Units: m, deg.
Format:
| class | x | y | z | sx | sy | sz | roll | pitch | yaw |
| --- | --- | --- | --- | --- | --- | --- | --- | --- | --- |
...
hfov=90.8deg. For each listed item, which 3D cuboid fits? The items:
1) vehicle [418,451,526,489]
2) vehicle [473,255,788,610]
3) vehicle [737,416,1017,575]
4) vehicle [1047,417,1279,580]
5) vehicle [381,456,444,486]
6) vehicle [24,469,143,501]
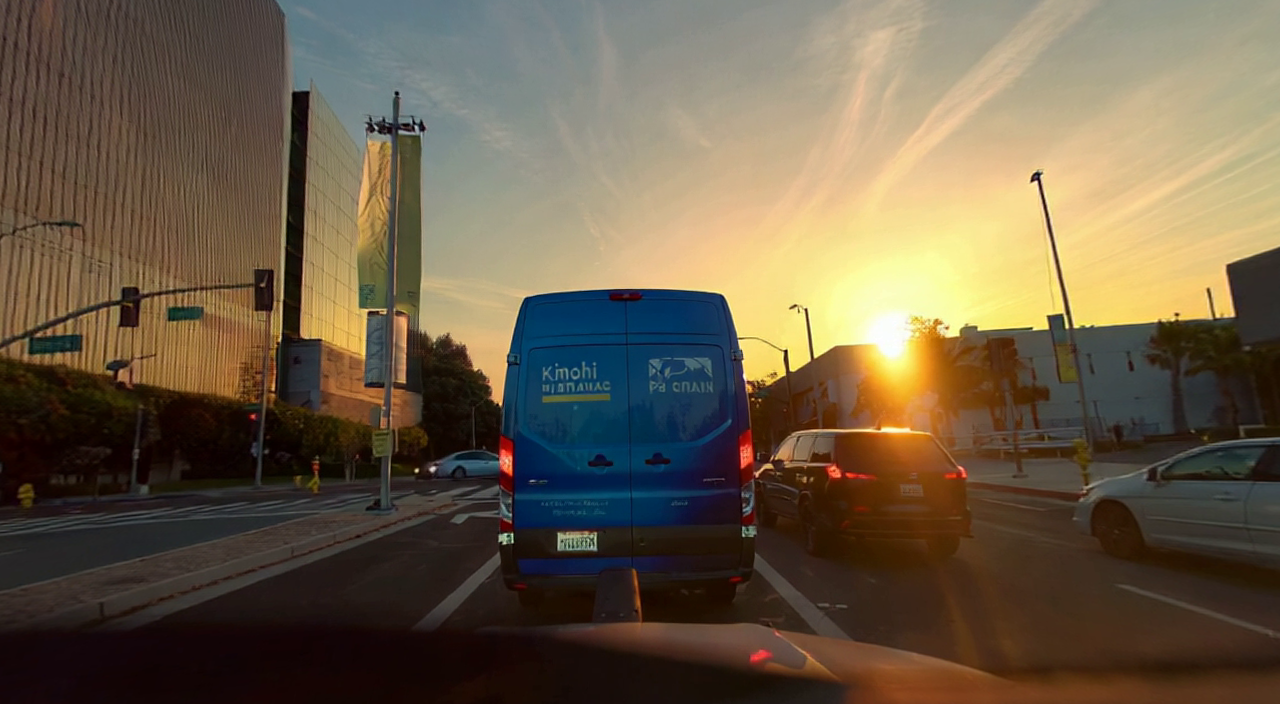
| class | x | y | z | sx | sy | sz | roll | pitch | yaw |
| --- | --- | --- | --- | --- | --- | --- | --- | --- | --- |
| vehicle | -7.876 | 5.489 | 29.632 | 4.659 | 1.615 | 1.944 | 3 | -9 | -21 |
| vehicle | -0.036 | 1.178 | 9.101 | 2.613 | 3.035 | 7.342 | 0 | -8 | 1 |
| vehicle | 2.881 | 1.866 | 9.054 | 2.183 | 1.676 | 4.506 | 0 | -8 | -1 |
| vehicle | 7.525 | 1.581 | 7.022 | 1.963 | 1.669 | 4.678 | 3 | -9 | -20 |
| vehicle | -15.181 | 7.938 | 42.514 | 1.997 | 1.806 | 4.630 | -1 | -9 | 8 |
| vehicle | -31.102 | 7.433 | 35.408 | 4.806 | 1.652 | 1.869 | 0 | -8 | -2 |
